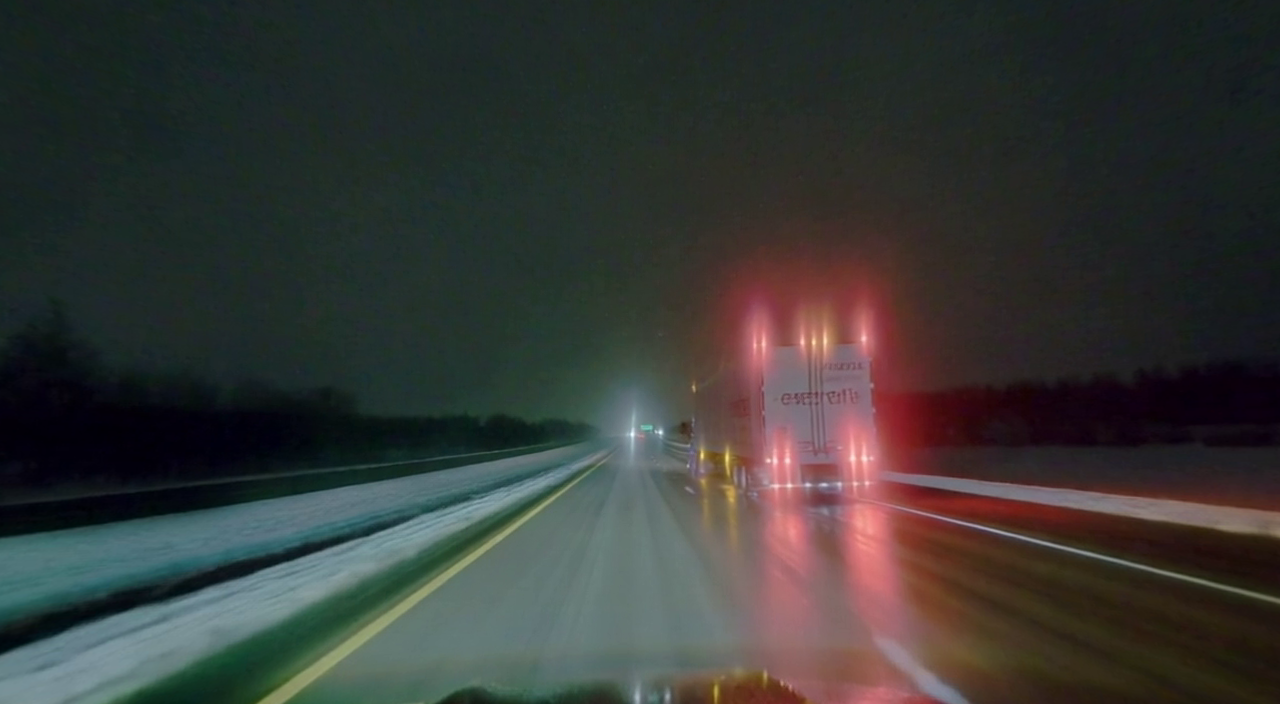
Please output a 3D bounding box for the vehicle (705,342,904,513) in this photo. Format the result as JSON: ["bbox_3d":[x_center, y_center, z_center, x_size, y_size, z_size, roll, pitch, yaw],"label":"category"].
[{"bbox_3d":[3.447,1.902,15.443,2.702,3.193,7.196,0,-8,-2],"label":"vehicle"}]
